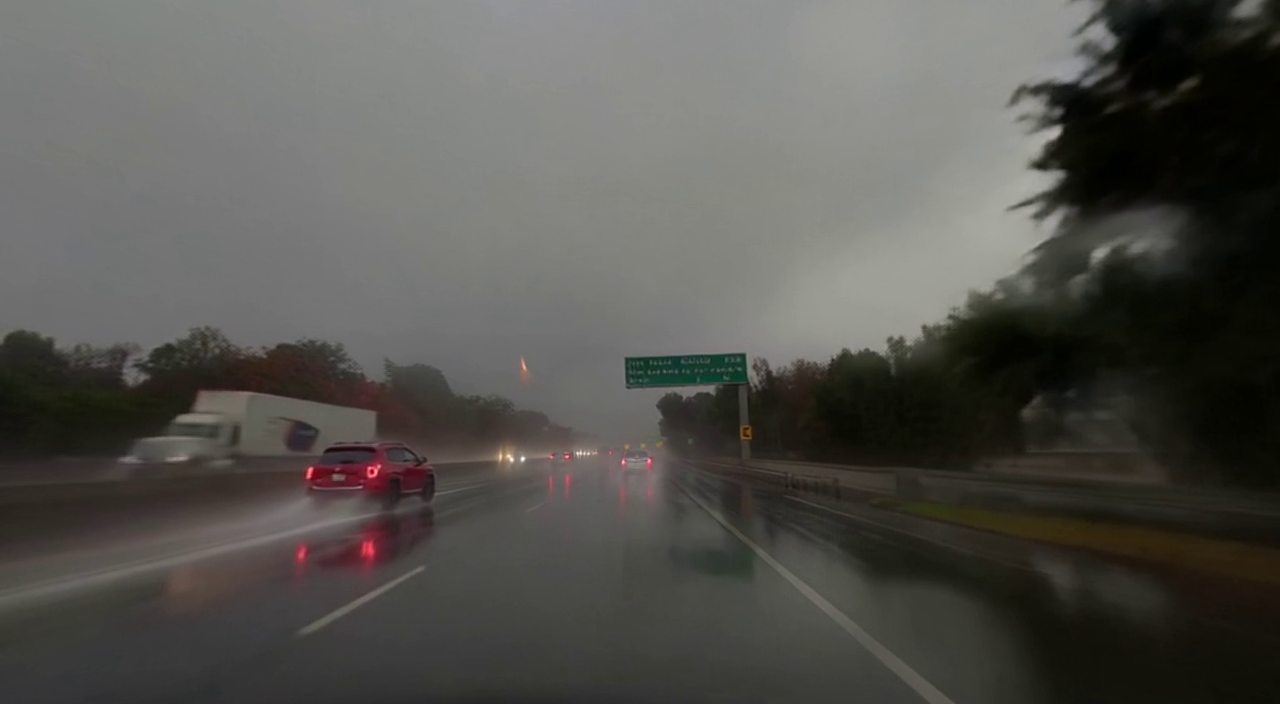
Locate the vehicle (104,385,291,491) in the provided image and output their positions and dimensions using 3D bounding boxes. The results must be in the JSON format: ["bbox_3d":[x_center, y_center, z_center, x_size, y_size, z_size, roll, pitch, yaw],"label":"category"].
[{"bbox_3d":[-17.842,3.587,26.041,3.045,3.825,6.229,0,-9,0],"label":"vehicle"}]

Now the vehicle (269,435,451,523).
[{"bbox_3d":[-5.876,2.698,13.898,2.058,1.626,4.118,0,-9,1],"label":"vehicle"}]

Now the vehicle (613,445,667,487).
[{"bbox_3d":[-0.027,4.336,24.136,1.940,1.451,3.512,0,-9,-1],"label":"vehicle"}]

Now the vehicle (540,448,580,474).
[{"bbox_3d":[-4.874,6.651,38.690,1.892,1.481,4.180,0,-9,1],"label":"vehicle"}]
